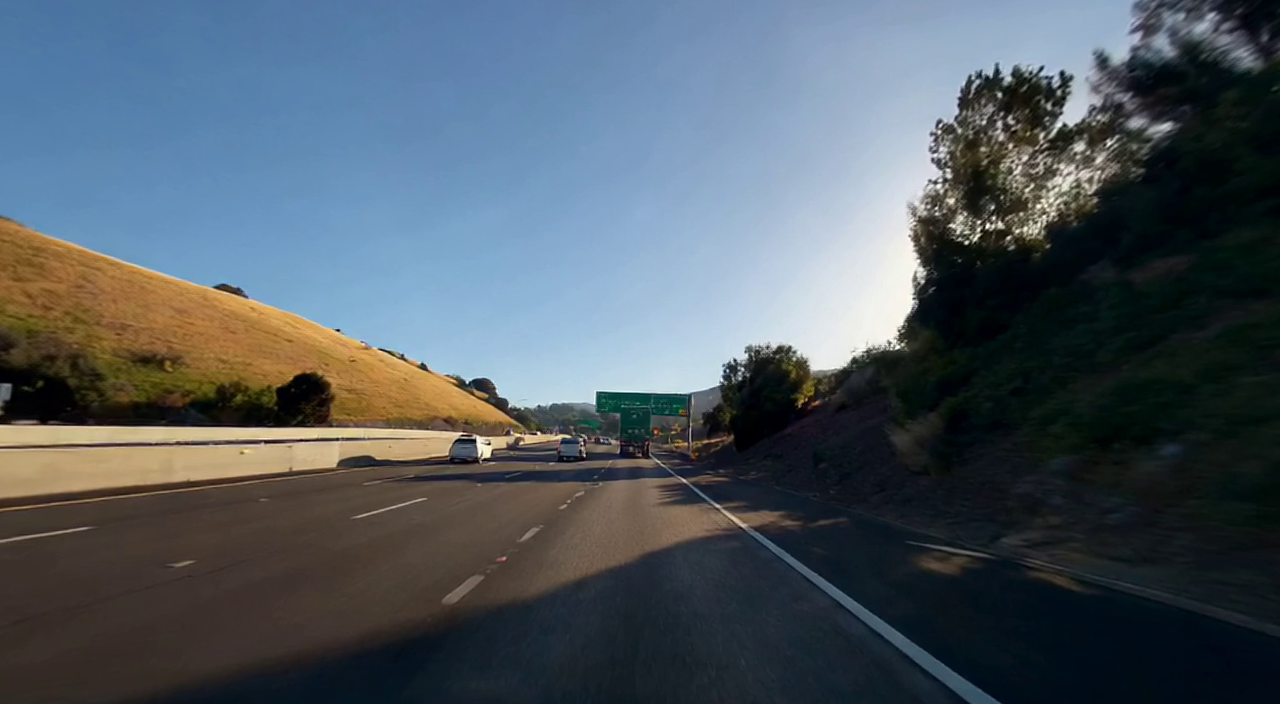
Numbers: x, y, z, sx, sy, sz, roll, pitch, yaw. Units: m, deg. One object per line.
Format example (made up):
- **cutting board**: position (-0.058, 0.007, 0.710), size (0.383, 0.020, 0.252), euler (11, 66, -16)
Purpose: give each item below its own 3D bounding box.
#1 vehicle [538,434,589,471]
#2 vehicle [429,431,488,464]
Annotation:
- **vehicle**: position (-3.894, 5.227, 32.828), size (2.053, 1.746, 4.508), euler (0, -9, 0)
- **vehicle**: position (-10.302, 5.481, 36.138), size (1.958, 1.758, 4.684), euler (0, -9, 0)
